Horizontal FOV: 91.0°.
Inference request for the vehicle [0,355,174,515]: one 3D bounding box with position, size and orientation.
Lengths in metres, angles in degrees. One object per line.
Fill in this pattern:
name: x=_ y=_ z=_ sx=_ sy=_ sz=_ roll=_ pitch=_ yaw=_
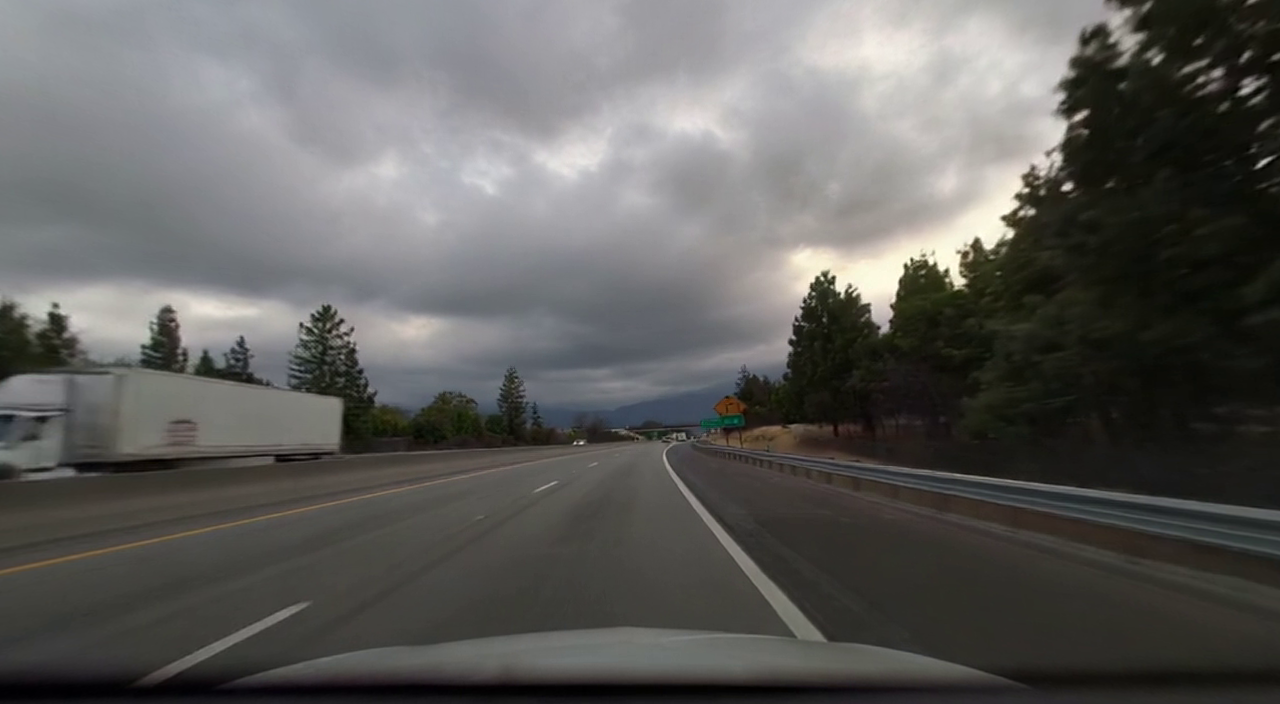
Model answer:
vehicle: x=-17.561 y=2.474 z=18.471 sx=3.016 sy=3.977 sz=5.961 roll=0 pitch=-8 yaw=0
